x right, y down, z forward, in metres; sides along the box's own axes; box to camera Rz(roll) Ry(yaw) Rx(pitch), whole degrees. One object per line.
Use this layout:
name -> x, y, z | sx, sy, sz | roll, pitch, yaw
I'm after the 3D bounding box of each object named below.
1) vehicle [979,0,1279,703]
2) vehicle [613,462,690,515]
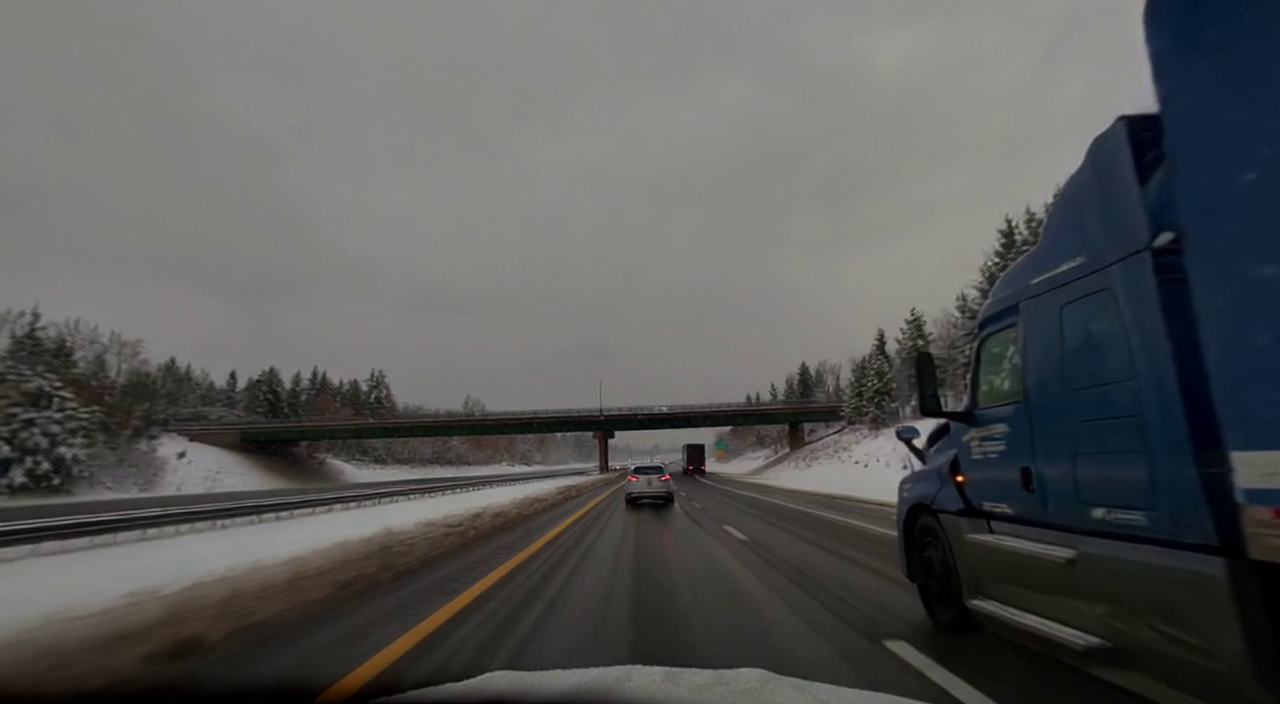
vehicle -> 4.330, -0.086, 1.992 | 3.008, 3.920, 5.910 | 1, -10, 0
vehicle -> 0.332, 4.187, 19.608 | 2.156, 1.444, 3.762 | 1, -10, 0
